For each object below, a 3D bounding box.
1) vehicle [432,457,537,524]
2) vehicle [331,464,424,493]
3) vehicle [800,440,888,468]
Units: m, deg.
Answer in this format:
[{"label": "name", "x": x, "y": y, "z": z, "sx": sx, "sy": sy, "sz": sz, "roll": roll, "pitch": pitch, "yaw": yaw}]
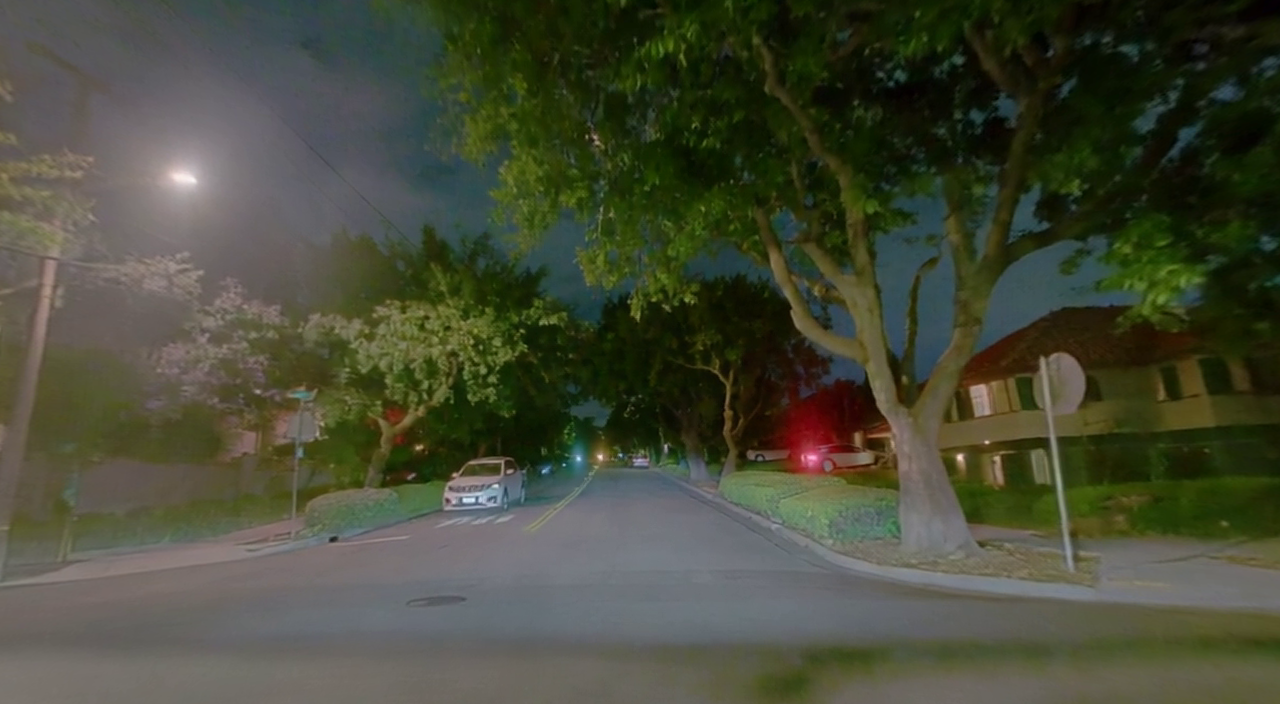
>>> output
[{"label": "vehicle", "x": -4.426, "y": 3.986, "z": 18.728, "sx": 1.973, "sy": 1.683, "sz": 4.400, "roll": 0, "pitch": -9, "yaw": 0}, {"label": "vehicle", "x": -14.886, "y": 7.164, "z": 35.923, "sx": 4.487, "sy": 1.464, "sz": 1.889, "roll": -1, "pitch": -9, "yaw": 9}, {"label": "vehicle", "x": 11.509, "y": 5.780, "z": 35.927, "sx": 4.389, "sy": 1.480, "sz": 2.038, "roll": -2, "pitch": -6, "yaw": 8}]
